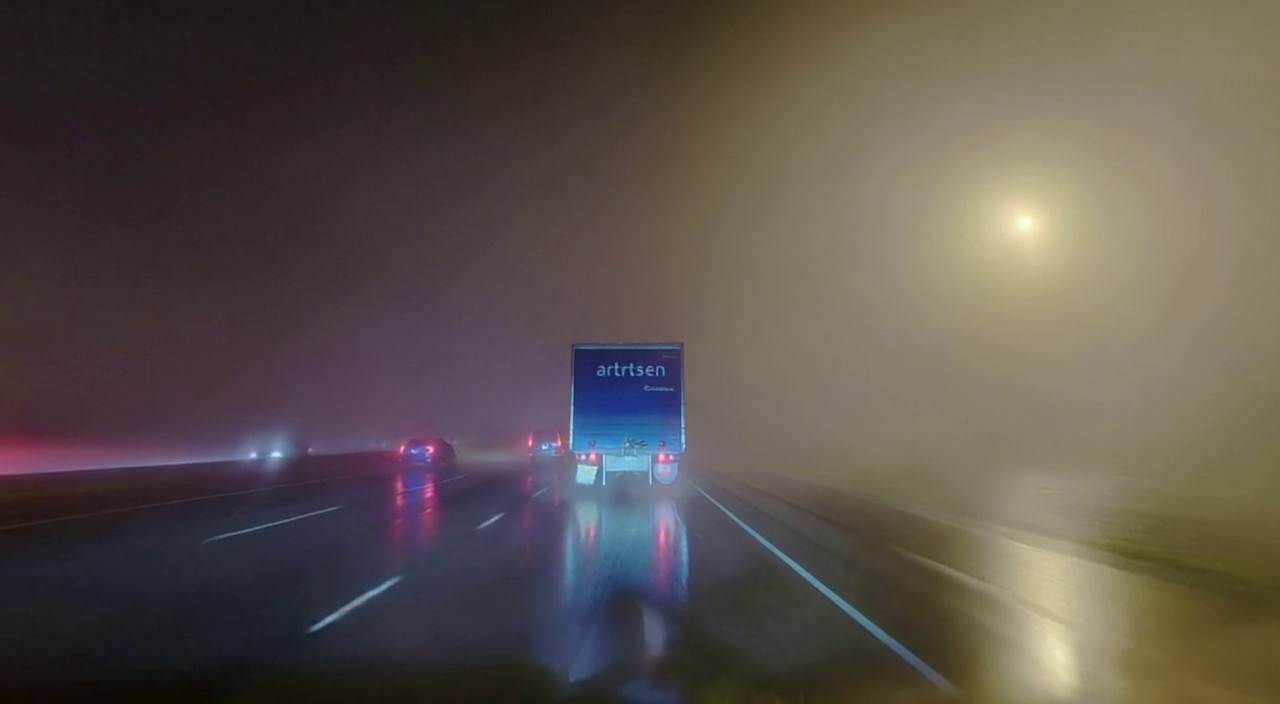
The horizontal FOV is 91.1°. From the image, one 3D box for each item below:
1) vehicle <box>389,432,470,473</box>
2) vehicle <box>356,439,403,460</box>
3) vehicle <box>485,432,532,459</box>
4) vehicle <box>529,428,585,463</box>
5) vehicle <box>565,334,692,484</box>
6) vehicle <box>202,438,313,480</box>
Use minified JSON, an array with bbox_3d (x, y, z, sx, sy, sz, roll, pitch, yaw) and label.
[{"bbox_3d":[-8.410,4.034,25.499,1.940,1.488,3.976,0,-8,0],"label":"vehicle"},{"bbox_3d":[-20.043,7.495,48.480,1.829,1.546,4.004,0,-8,1],"label":"vehicle"},{"bbox_3d":[-8.134,5.811,39.382,1.981,1.574,4.561,0,-8,0],"label":"vehicle"},{"bbox_3d":[-4.206,4.823,32.746,2.168,1.671,4.888,0,-8,1],"label":"vehicle"},{"bbox_3d":[-0.400,2.253,22.683,3.442,4.106,10.719,0,-8,-1],"label":"vehicle"},{"bbox_3d":[-16.098,4.478,26.764,1.927,1.633,4.459,0,-8,0],"label":"vehicle"}]
